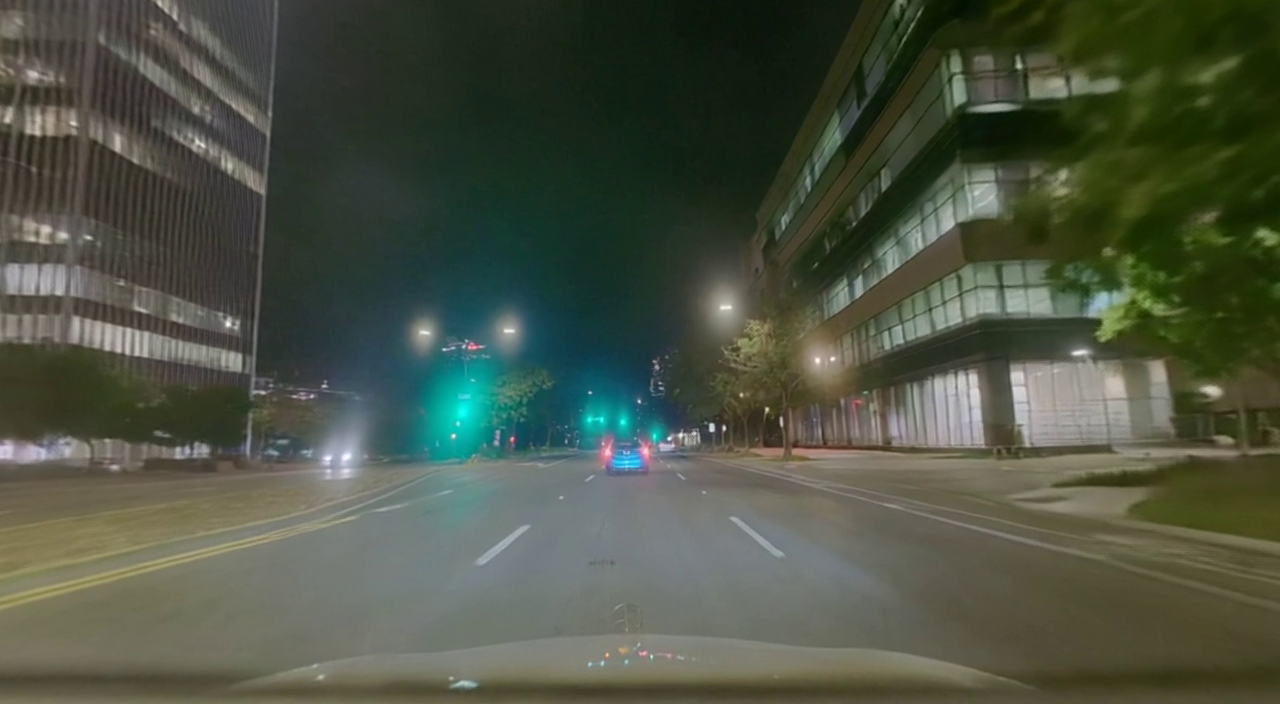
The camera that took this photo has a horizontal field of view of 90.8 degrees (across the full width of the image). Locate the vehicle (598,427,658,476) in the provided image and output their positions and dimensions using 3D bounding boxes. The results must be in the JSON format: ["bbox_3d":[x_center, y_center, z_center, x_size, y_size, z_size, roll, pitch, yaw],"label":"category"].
[{"bbox_3d":[-0.475,4.160,26.642,2.313,1.860,4.319,0,-9,-1],"label":"vehicle"}]

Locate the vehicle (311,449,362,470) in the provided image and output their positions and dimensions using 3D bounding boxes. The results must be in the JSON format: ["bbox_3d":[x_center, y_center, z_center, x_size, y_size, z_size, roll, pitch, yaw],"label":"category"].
[{"bbox_3d":[-23.649,8.329,49.342,1.867,1.469,4.243,-2,-9,0],"label":"vehicle"}]
